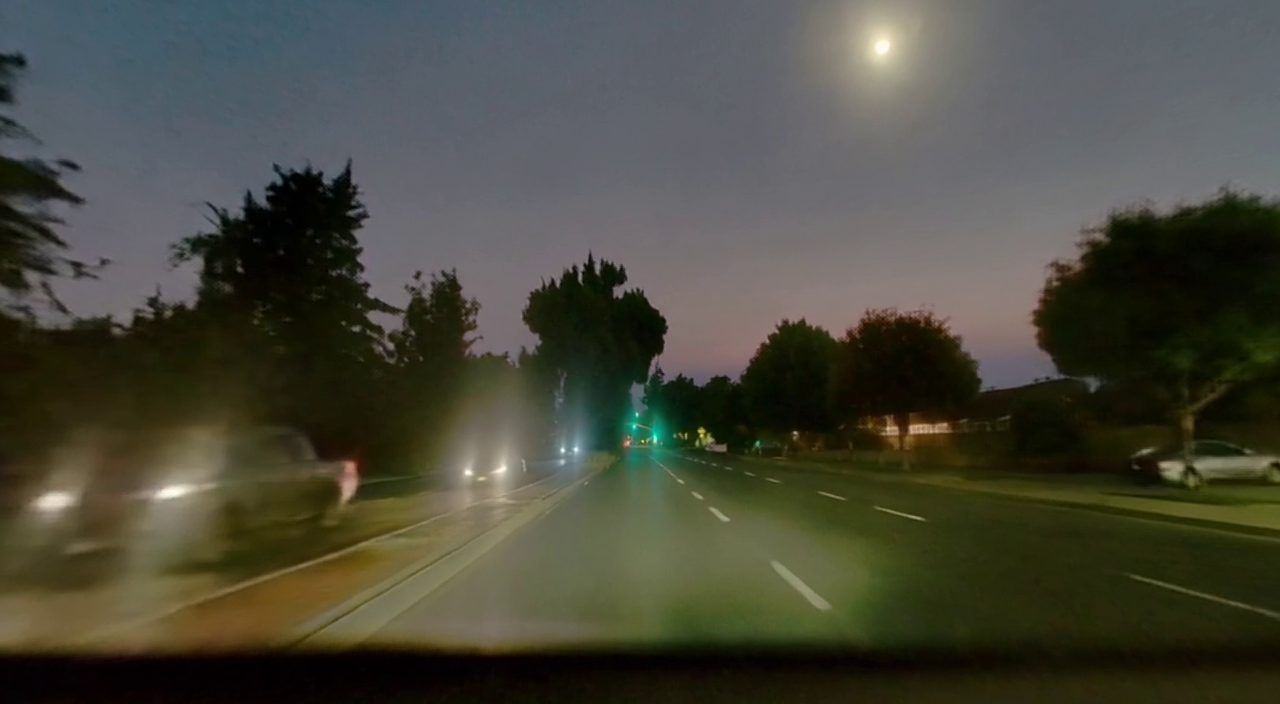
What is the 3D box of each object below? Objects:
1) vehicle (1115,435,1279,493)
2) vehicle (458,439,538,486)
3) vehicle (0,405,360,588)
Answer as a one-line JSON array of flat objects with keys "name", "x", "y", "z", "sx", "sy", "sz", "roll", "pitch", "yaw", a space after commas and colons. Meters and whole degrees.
[{"name": "vehicle", "x": 15.518, "y": 2.917, "z": 16.580, "sx": 4.500, "sy": 1.390, "sz": 1.864, "roll": 0, "pitch": -8, "yaw": -1}, {"name": "vehicle", "x": -5.307, "y": 4.168, "z": 24.078, "sx": 1.935, "sy": 1.521, "sz": 4.314, "roll": -3, "pitch": -9, "yaw": 1}, {"name": "vehicle", "x": -6.186, "y": 1.844, "z": 8.891, "sx": 2.071, "sy": 1.823, "sz": 4.799, "roll": -2, "pitch": -9, "yaw": 2}]
